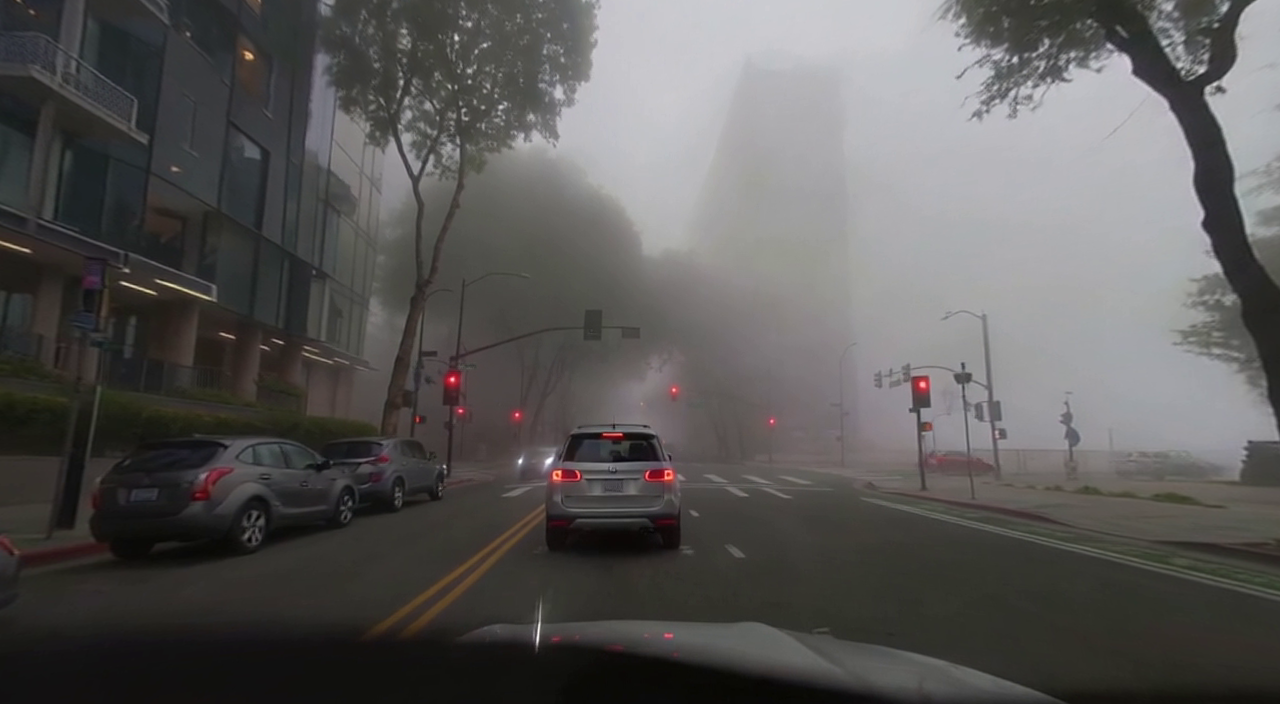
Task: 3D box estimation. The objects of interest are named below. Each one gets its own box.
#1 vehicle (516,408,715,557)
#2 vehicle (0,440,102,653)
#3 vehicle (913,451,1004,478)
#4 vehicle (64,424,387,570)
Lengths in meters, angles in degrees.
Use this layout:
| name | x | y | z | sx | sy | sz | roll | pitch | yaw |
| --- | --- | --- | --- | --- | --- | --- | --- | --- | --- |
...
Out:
| name | x | y | z | sx | sy | sz | roll | pitch | yaw |
| --- | --- | --- | --- | --- | --- | --- | --- | --- | --- |
| vehicle | -0.257 | 1.791 | 9.238 | 2.258 | 1.687 | 3.934 | 0 | -9 | 1 |
| vehicle | -5.553 | 1.150 | 3.014 | 1.841 | 1.466 | 4.364 | -1 | -9 | 6 |
| vehicle | 19.654 | 6.961 | 39.123 | 4.638 | 1.555 | 1.824 | 0 | -9 | -2 |
| vehicle | -5.766 | 2.038 | 9.700 | 1.904 | 1.684 | 4.529 | 0 | -9 | -1 |
